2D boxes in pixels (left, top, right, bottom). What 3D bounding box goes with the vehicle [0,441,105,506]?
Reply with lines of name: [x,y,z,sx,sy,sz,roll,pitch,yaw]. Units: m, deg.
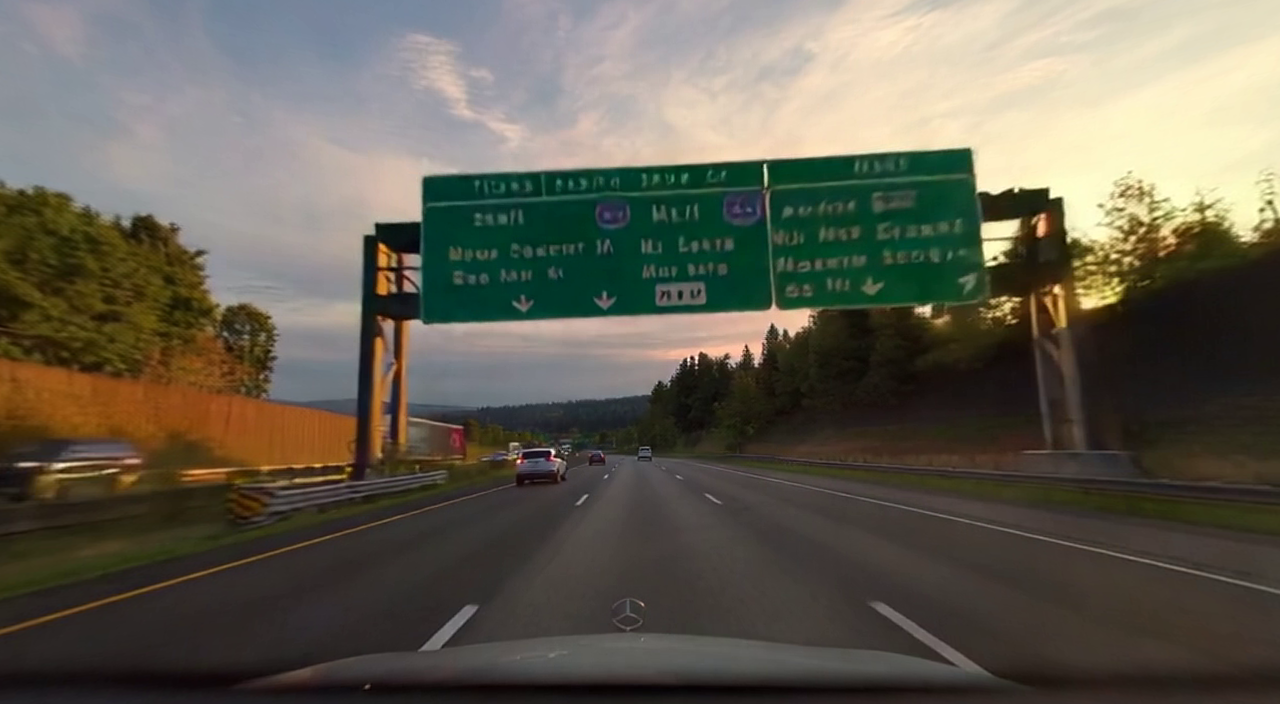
vehicle: [-15.691,2.958,15.458,1.824,1.473,3.744,0,-9,-1]

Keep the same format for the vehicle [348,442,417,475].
vehicle: [-12.454,5.177,30.766,1.763,1.475,3.913,0,-9,-1]

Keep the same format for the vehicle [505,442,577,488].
vehicle: [-3.726,4.330,24.460,2.028,1.584,4.481,0,-9,1]
